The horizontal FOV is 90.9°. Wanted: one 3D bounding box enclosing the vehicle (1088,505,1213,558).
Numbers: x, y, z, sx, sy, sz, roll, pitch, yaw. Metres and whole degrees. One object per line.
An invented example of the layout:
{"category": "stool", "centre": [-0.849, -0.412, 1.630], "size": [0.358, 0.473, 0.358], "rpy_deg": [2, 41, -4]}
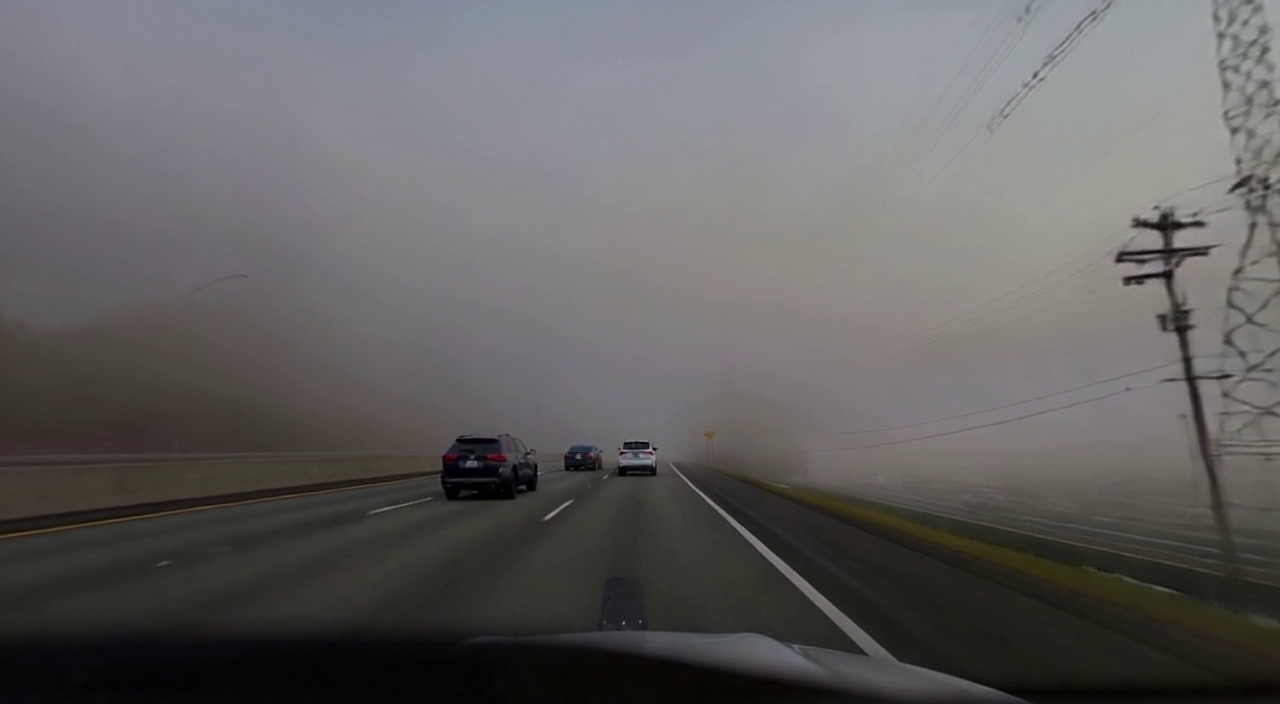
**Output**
{"category": "vehicle", "centre": [22.235, 7.789, 27.758], "size": [1.826, 1.625, 4.758], "rpy_deg": [-1, -8, 6]}

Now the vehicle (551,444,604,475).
{"category": "vehicle", "centre": [-3.090, 5.410, 32.054], "size": [2.092, 1.464, 4.466], "rpy_deg": [-1, -8, 2]}

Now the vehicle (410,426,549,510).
{"category": "vehicle", "centre": [-3.728, 2.785, 15.653], "size": [2.104, 1.754, 4.515], "rpy_deg": [0, -8, 2]}

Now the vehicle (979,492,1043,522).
{"category": "vehicle", "centre": [24.468, 10.219, 41.761], "size": [1.985, 1.513, 4.339], "rpy_deg": [-1, -8, 7]}

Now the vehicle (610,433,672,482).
{"category": "vehicle", "centre": [0.089, 4.252, 25.759], "size": [2.319, 1.813, 4.274], "rpy_deg": [0, -8, 2]}
